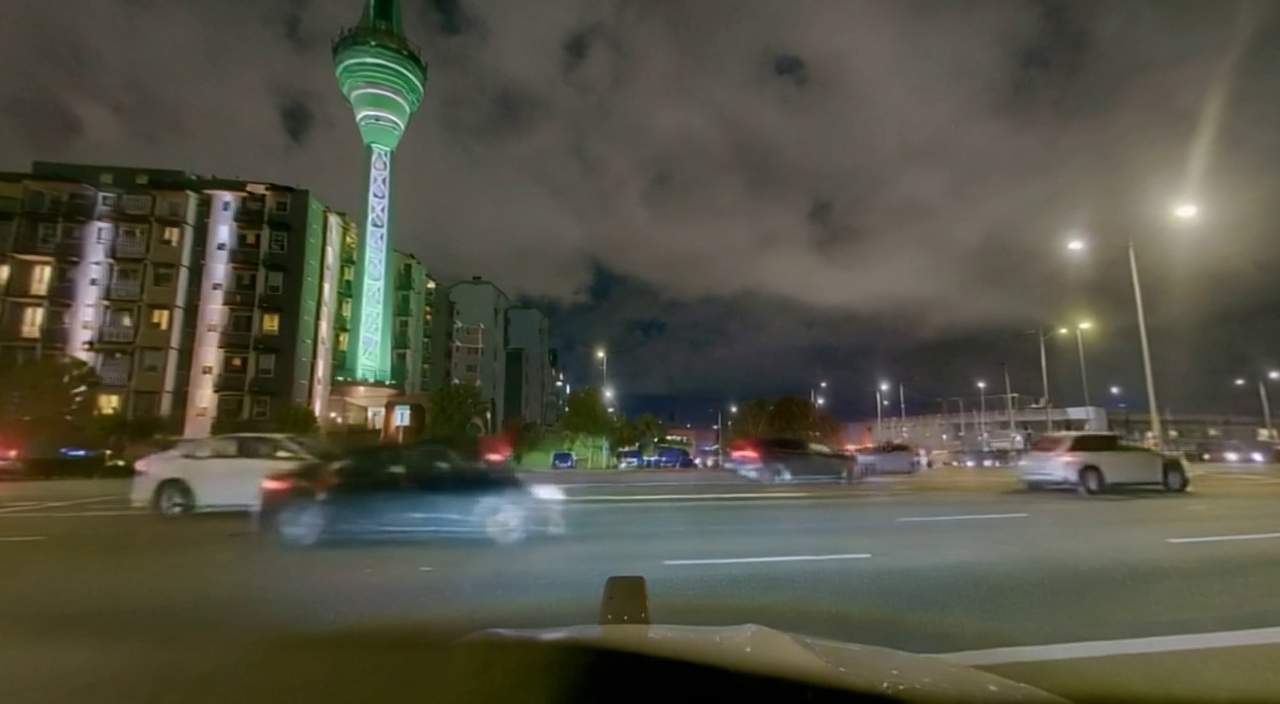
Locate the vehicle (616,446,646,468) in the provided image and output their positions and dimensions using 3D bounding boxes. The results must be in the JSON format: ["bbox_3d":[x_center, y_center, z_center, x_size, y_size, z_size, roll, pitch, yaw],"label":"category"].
[{"bbox_3d":[-0.712,7.772,46.744,1.845,1.509,3.855,1,-9,-8],"label":"vehicle"}]

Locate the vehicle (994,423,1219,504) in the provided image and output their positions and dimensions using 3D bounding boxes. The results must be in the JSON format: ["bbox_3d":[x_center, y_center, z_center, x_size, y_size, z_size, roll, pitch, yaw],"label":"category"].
[{"bbox_3d":[10.764,2.538,14.681,4.011,1.697,1.857,1,-9,-11],"label":"vehicle"}]

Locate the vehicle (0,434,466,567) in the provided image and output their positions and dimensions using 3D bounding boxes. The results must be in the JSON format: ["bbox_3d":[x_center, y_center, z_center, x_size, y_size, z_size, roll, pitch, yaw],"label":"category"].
[{"bbox_3d":[-4.871,1.830,8.357,4.710,1.444,2.041,1,-9,-9],"label":"vehicle"}]

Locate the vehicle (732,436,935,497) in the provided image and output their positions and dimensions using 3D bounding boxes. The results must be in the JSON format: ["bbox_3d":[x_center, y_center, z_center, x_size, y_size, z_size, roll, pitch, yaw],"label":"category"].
[{"bbox_3d":[5.065,2.990,16.795,4.795,1.465,1.882,1,-9,-10],"label":"vehicle"}]
